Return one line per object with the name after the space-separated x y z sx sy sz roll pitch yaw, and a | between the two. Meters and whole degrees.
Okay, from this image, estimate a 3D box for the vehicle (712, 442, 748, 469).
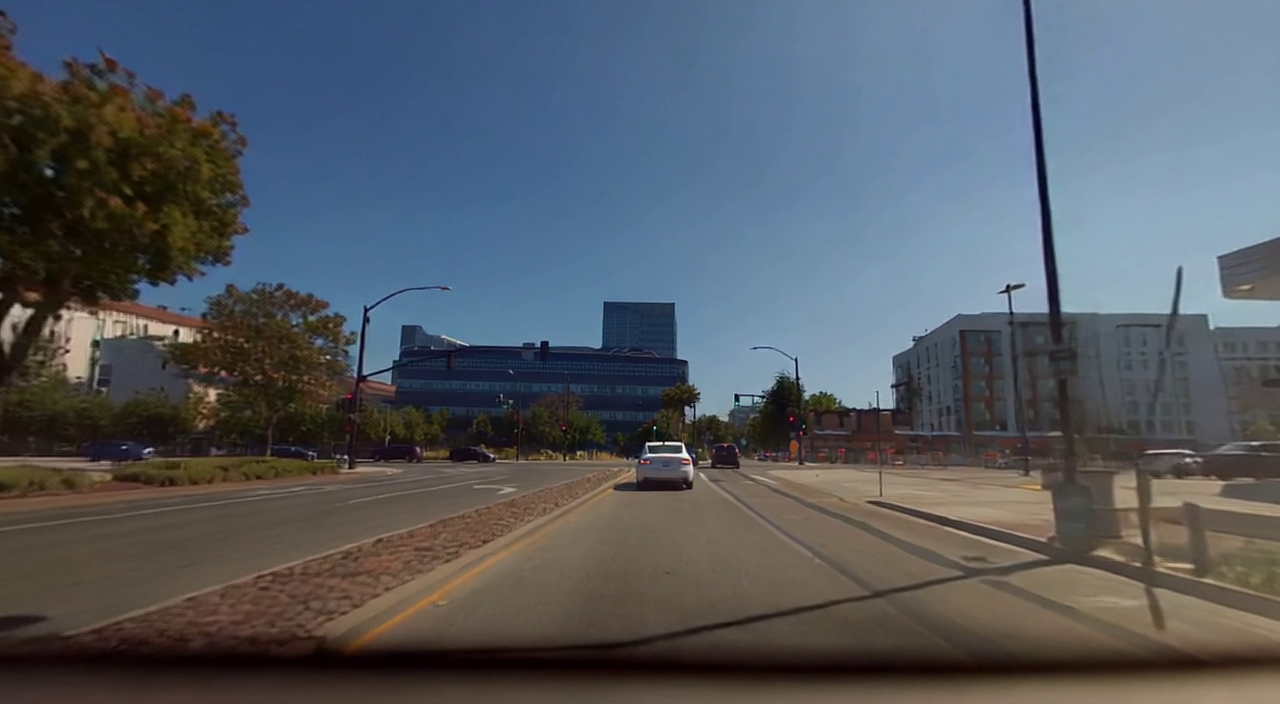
6.404 7.414 45.546 2.092 1.851 4.913 0 -8 2 | vehicle

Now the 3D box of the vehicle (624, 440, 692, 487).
0.732 3.904 22.512 2.173 1.479 4.264 -1 -8 4 | vehicle
